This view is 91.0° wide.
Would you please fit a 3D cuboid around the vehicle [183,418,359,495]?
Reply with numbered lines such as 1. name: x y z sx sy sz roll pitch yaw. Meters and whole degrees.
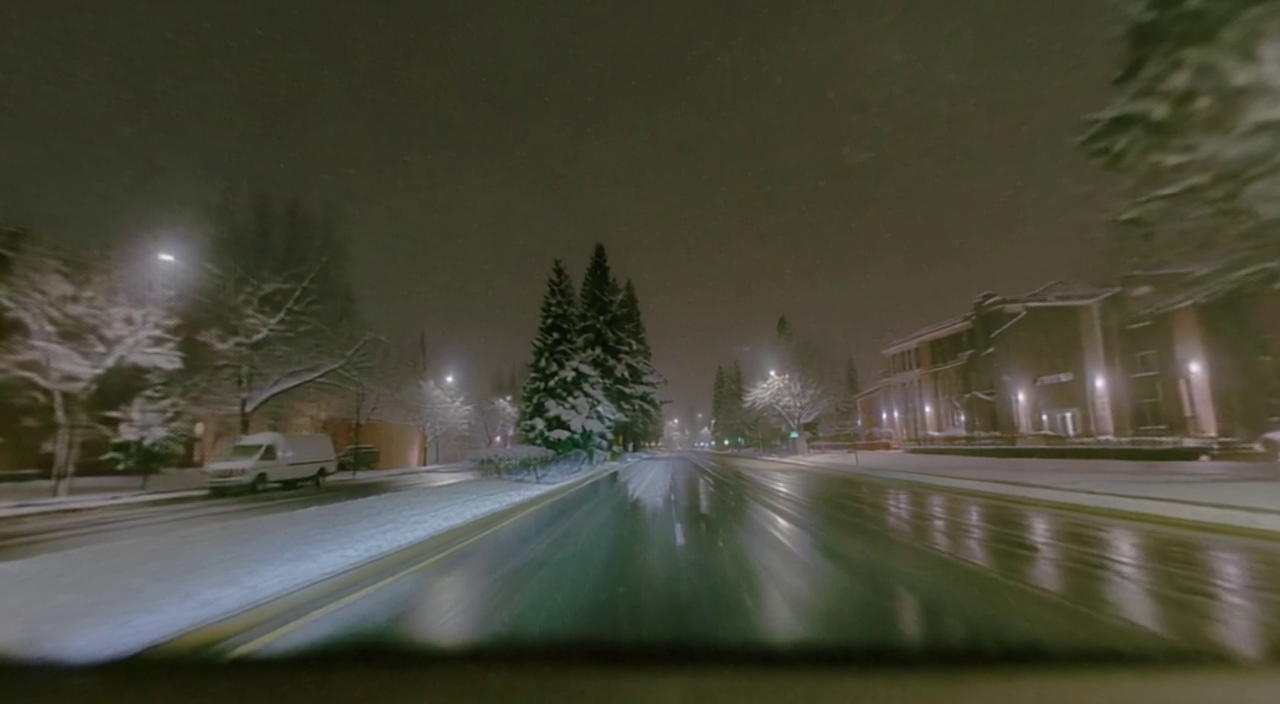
1. vehicle: -19.027 5.481 33.637 2.898 3.487 9.955 0 -9 3
